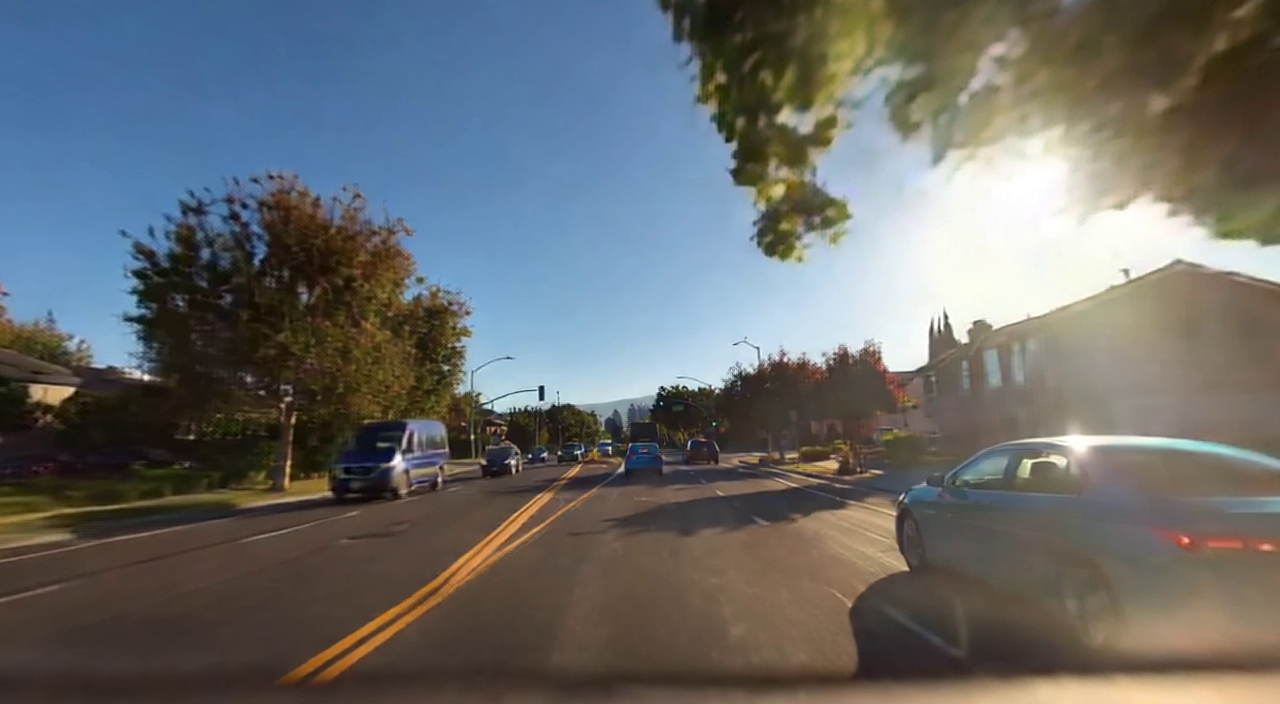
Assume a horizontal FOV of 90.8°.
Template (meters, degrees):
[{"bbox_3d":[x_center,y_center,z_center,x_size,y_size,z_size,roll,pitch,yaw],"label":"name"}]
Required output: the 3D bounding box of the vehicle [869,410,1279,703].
[{"bbox_3d":[3.558,1.280,4.783,1.973,1.447,4.402,0,-8,0],"label":"vehicle"}]

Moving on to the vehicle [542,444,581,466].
[{"bbox_3d":[-5.658,7.431,45.980,2.193,1.502,4.913,0,-8,0],"label":"vehicle"}]

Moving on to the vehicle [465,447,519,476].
[{"bbox_3d":[-7.986,5.906,34.448,2.070,1.454,4.400,0,-8,-2],"label":"vehicle"}]

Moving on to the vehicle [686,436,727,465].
[{"bbox_3d":[4.374,6.588,42.491,2.187,1.847,4.553,0,-8,-1],"label":"vehicle"}]

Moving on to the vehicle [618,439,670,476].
[{"bbox_3d":[0.167,4.602,27.899,2.114,1.483,4.207,0,-8,0],"label":"vehicle"}]

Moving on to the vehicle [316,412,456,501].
[{"bbox_3d":[-8.217,3.443,21.250,2.383,2.558,5.821,0,-8,-2],"label":"vehicle"}]
